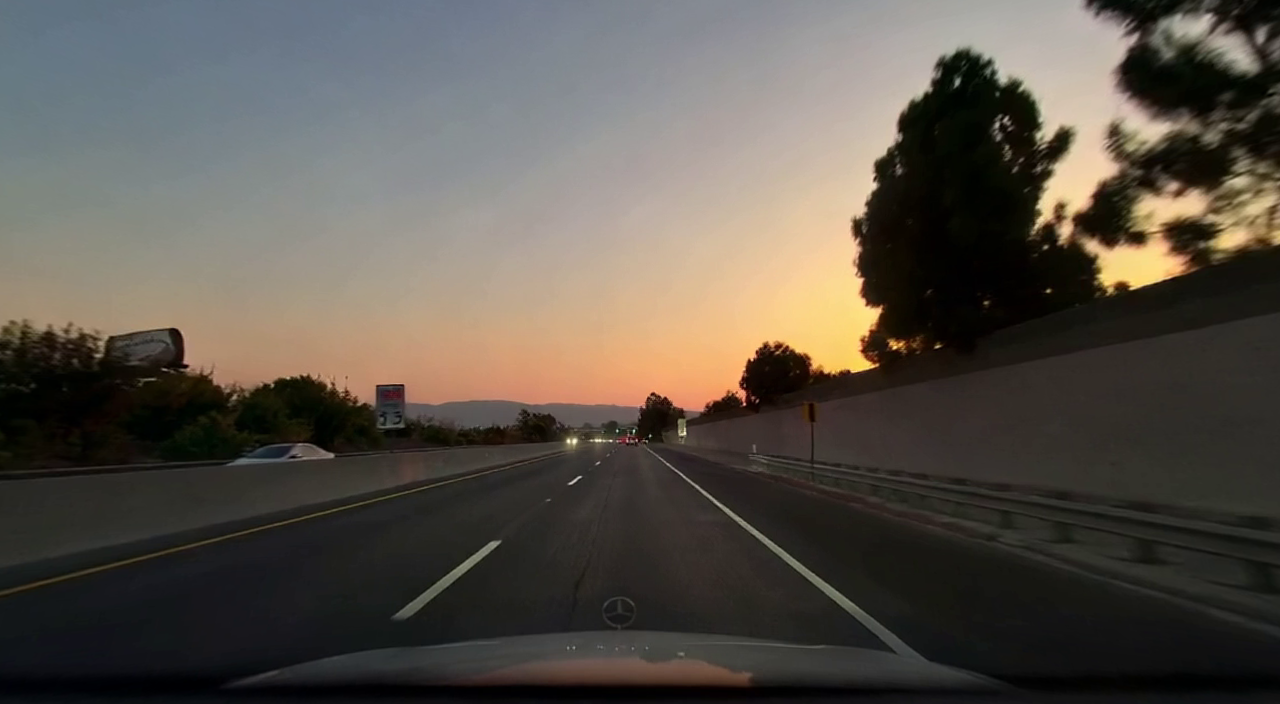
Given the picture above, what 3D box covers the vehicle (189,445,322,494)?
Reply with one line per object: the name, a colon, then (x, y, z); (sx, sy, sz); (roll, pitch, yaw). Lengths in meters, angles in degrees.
vehicle: (-13.570, 4.141, 22.600); (1.914, 1.500, 4.621); (0, -8, 0)
